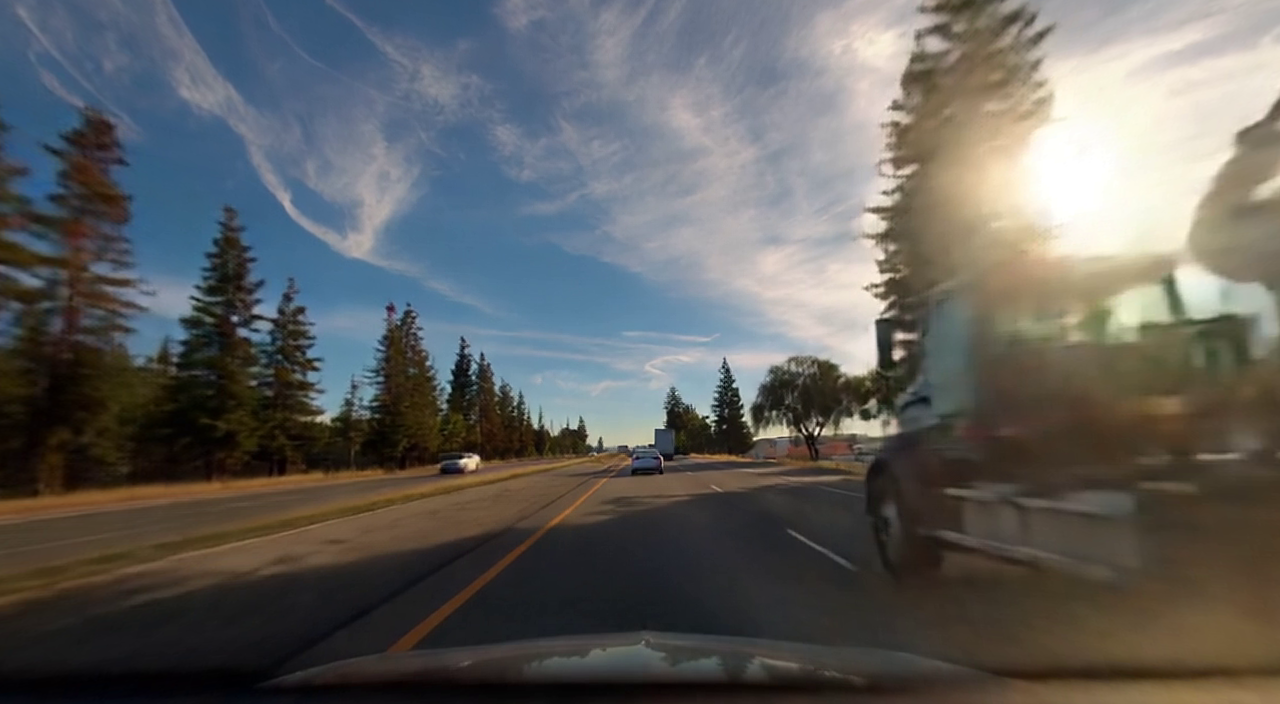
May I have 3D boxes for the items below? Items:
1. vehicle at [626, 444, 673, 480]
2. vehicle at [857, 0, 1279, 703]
[{"bbox_3d":[0.428,5.173,29.829,2.045,1.527,4.023,0,-9,0],"label":"vehicle"},{"bbox_3d":[4.156,-0.040,3.234,3.089,3.568,8.101,0,-9,0],"label":"vehicle"}]
